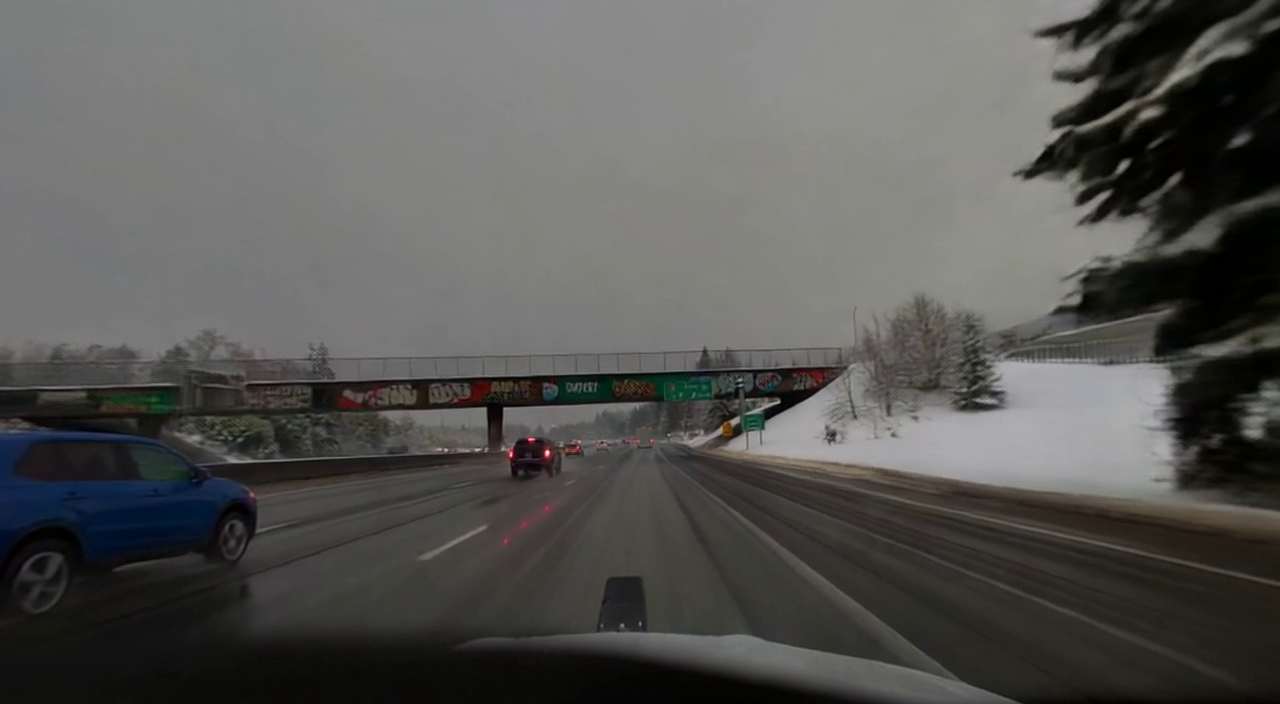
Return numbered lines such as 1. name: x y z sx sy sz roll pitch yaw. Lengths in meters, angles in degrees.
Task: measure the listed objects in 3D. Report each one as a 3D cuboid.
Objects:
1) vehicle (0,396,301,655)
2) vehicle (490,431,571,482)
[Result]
1. vehicle: -5.095 1.338 5.571 1.969 1.633 3.962 0 -8 -1
2. vehicle: -3.940 3.867 23.455 2.154 1.693 4.394 0 -8 1
